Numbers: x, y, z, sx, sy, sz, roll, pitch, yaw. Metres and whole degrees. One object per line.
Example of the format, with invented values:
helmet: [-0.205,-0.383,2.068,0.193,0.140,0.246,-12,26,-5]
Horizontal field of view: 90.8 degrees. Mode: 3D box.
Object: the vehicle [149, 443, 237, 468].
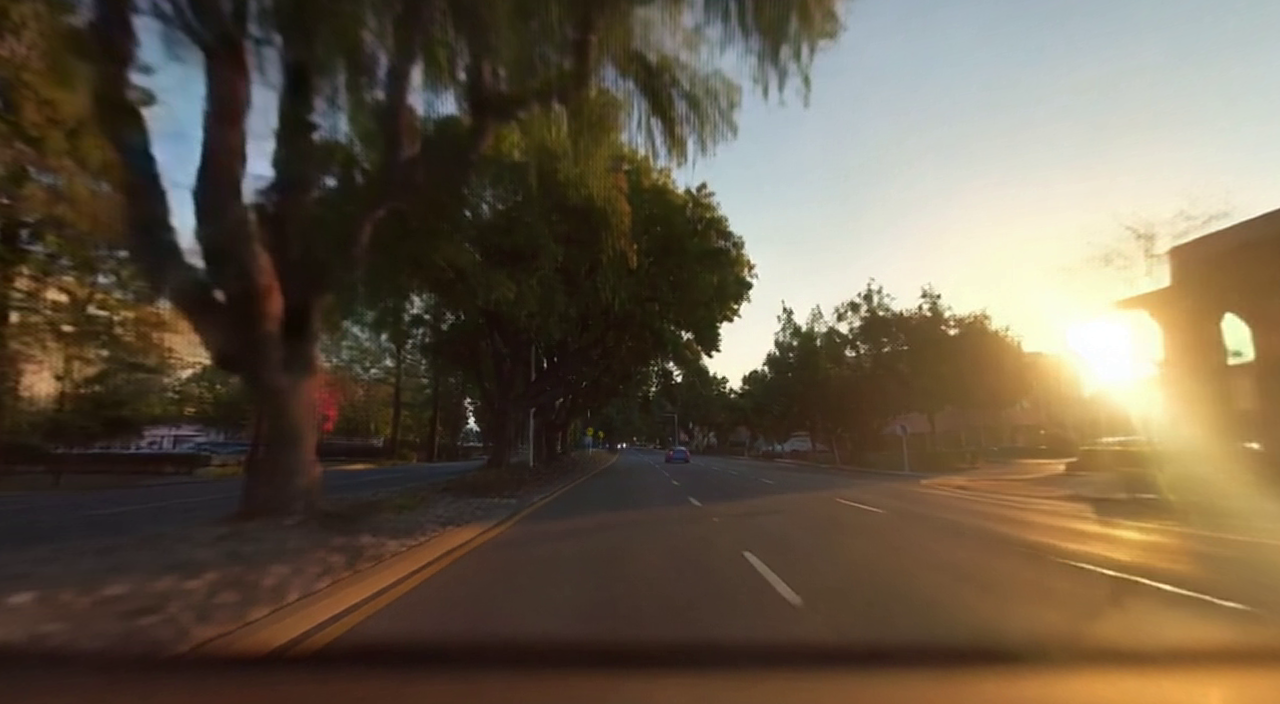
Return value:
vehicle: [-28.171,6.522,39.898,4.140,1.446,1.888,0,-8,-1]
